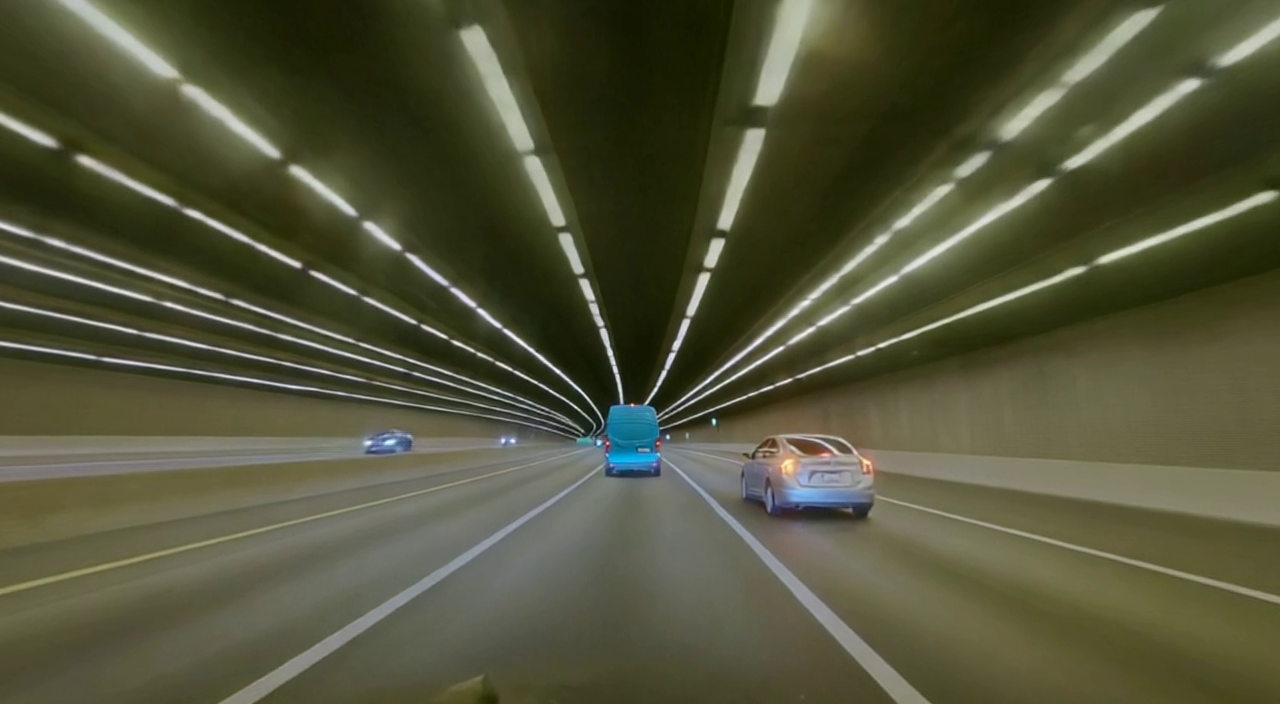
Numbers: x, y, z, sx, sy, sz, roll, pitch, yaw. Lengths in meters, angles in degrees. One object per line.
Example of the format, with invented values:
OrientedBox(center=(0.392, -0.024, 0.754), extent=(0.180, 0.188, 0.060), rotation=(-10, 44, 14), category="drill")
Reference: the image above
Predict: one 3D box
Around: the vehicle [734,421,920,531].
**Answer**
OrientedBox(center=(3.002, 2.070, 11.139), extent=(2.095, 1.553, 4.069), rotation=(0, -8, 1), category="vehicle")

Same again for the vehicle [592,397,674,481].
OrientedBox(center=(-0.146, 2.923, 21.208), extent=(2.404, 2.459, 5.229), rotation=(-1, -8, 1), category="vehicle")
